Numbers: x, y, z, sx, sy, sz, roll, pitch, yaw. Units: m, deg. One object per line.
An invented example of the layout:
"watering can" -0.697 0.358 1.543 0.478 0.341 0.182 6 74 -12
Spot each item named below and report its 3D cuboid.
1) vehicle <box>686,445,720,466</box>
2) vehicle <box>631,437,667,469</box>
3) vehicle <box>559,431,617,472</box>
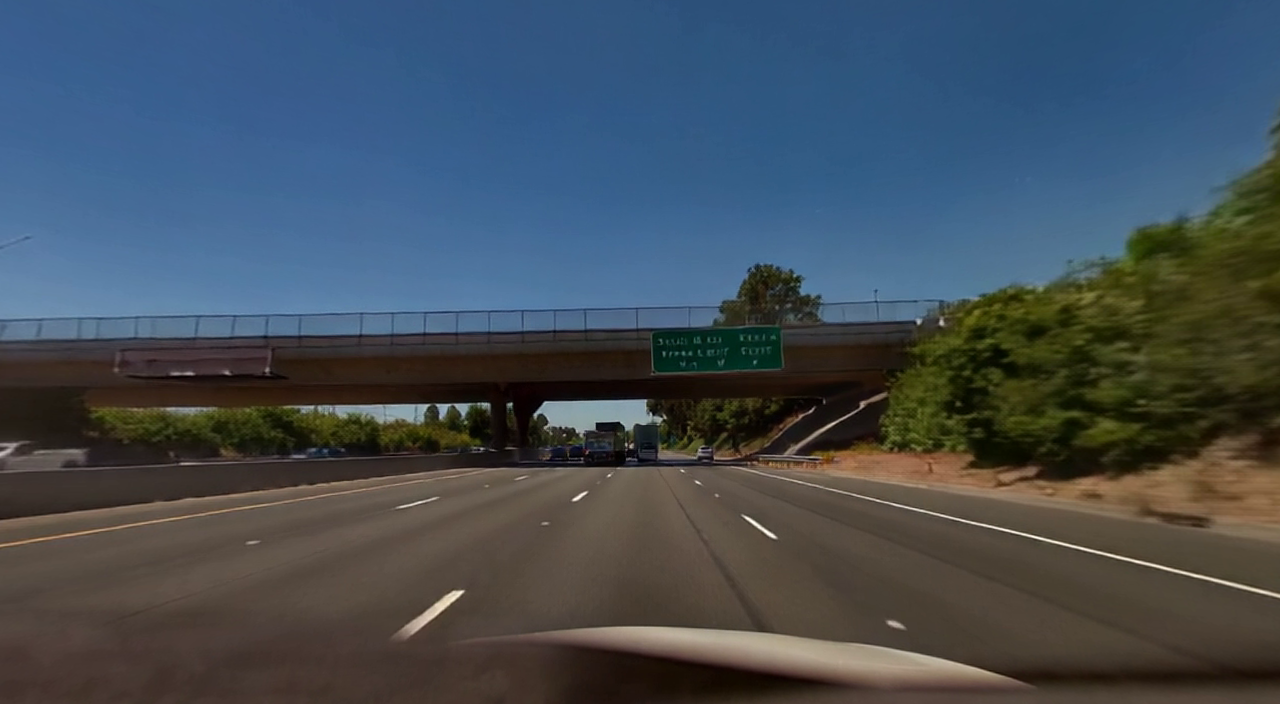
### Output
"vehicle" 4.616 7.695 47.008 1.993 1.474 4.230 0 -8 -1
"vehicle" 0.606 6.932 43.302 2.309 2.023 5.130 0 -8 0
"vehicle" -3.383 7.062 45.545 2.854 2.379 16.653 -1 -8 0
